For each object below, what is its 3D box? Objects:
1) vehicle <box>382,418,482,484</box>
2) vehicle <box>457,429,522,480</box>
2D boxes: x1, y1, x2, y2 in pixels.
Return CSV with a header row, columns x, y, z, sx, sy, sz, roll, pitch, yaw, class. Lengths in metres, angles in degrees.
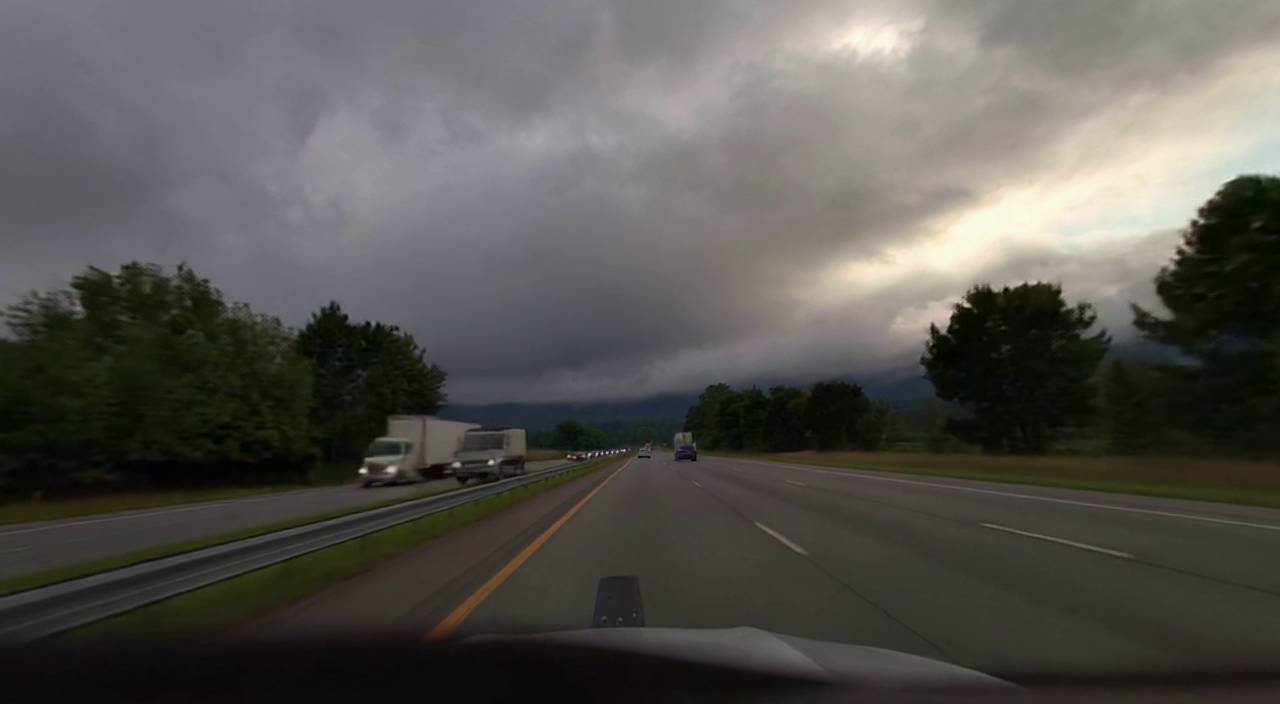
x,y,z,sx,sy,sz,roll,pitch,yaw,class
-13.044,6.405,40.797,2.950,3.735,9.889,0,-9,1,vehicle
-8.507,5.879,36.289,2.278,2.697,5.610,0,-9,0,vehicle
